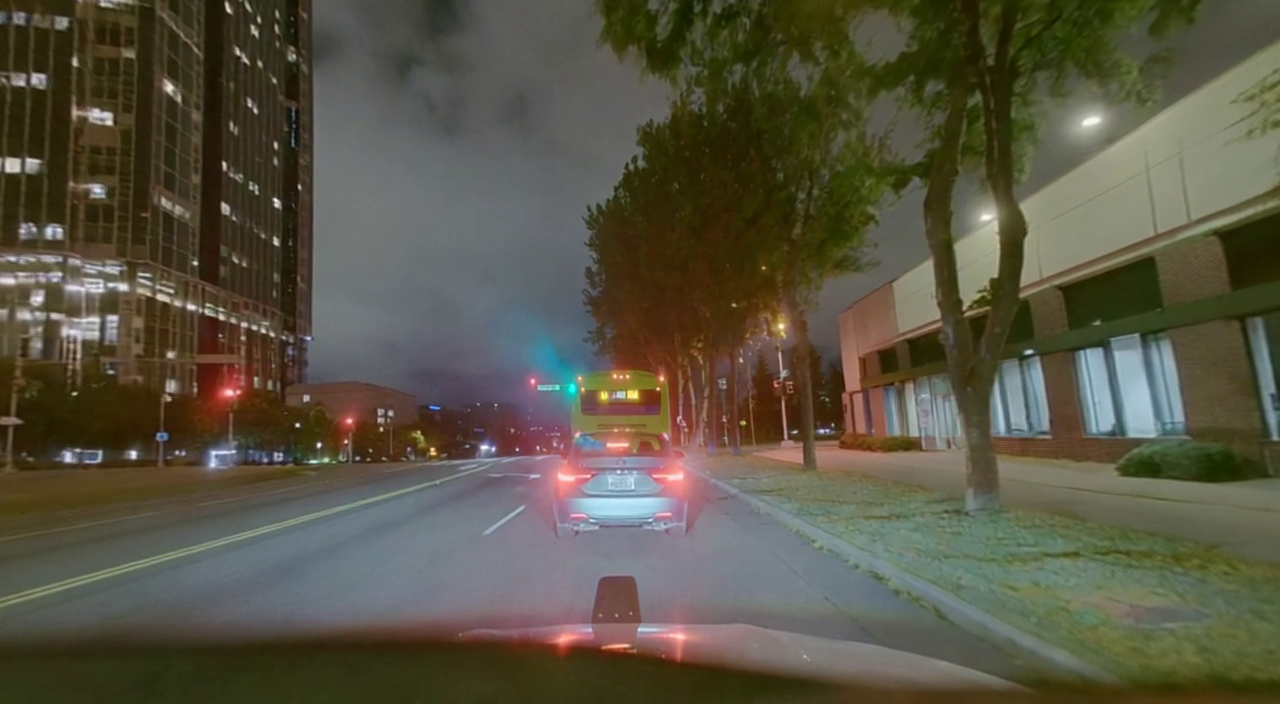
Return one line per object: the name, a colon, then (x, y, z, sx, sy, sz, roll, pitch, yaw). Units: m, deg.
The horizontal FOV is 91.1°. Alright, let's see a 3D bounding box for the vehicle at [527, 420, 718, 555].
vehicle: (-0.232, 1.734, 8.856, 2.064, 1.452, 3.942, 0, -8, -1)
